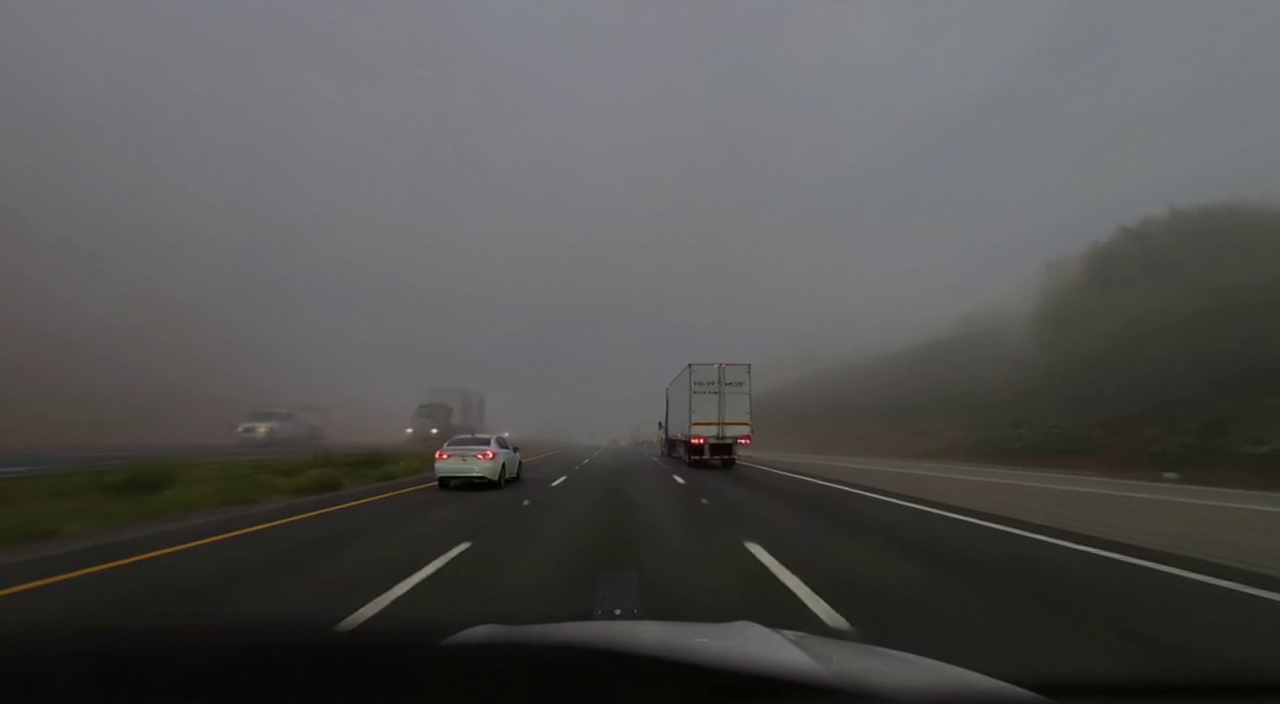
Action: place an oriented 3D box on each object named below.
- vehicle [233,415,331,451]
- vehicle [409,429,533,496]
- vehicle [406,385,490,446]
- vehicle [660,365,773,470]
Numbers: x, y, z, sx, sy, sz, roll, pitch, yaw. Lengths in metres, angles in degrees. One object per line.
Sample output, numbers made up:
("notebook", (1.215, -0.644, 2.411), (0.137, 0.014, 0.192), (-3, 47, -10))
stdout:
("vehicle", (-16.170, 3.718, 28.774), (1.921, 1.482, 4.487), (0, -8, -1))
("vehicle", (-4.065, 2.715, 16.001), (1.971, 1.444, 4.401), (0, -8, -1))
("vehicle", (-12.894, 4.543, 43.468), (2.938, 3.692, 9.880), (0, -8, -2))
("vehicle", (3.197, 3.466, 31.628), (3.241, 4.042, 14.292), (0, -8, -3))
